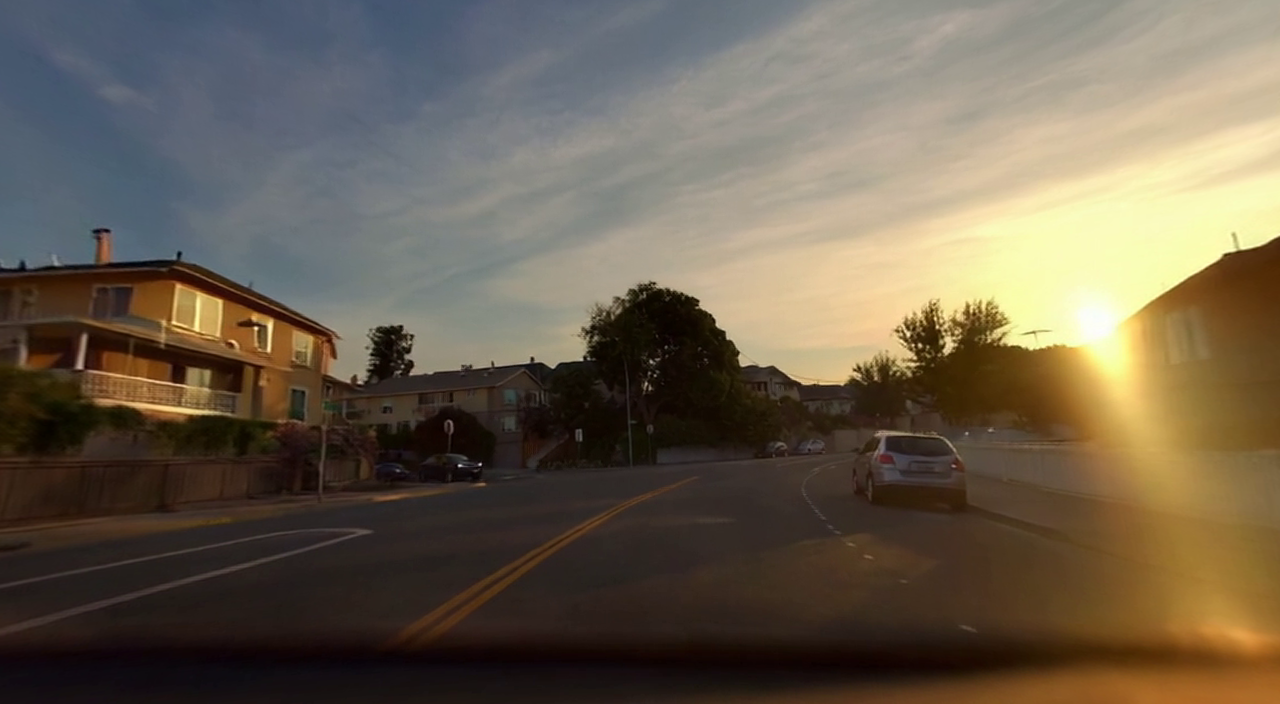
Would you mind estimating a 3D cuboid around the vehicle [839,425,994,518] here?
[{"bbox_3d":[5.905,2.577,14.148,2.105,1.705,4.392,-1,-9,10],"label":"vehicle"}]

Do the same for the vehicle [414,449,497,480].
[{"bbox_3d":[-10.501,6.371,36.003,4.270,1.683,1.984,-4,-10,26],"label":"vehicle"}]
